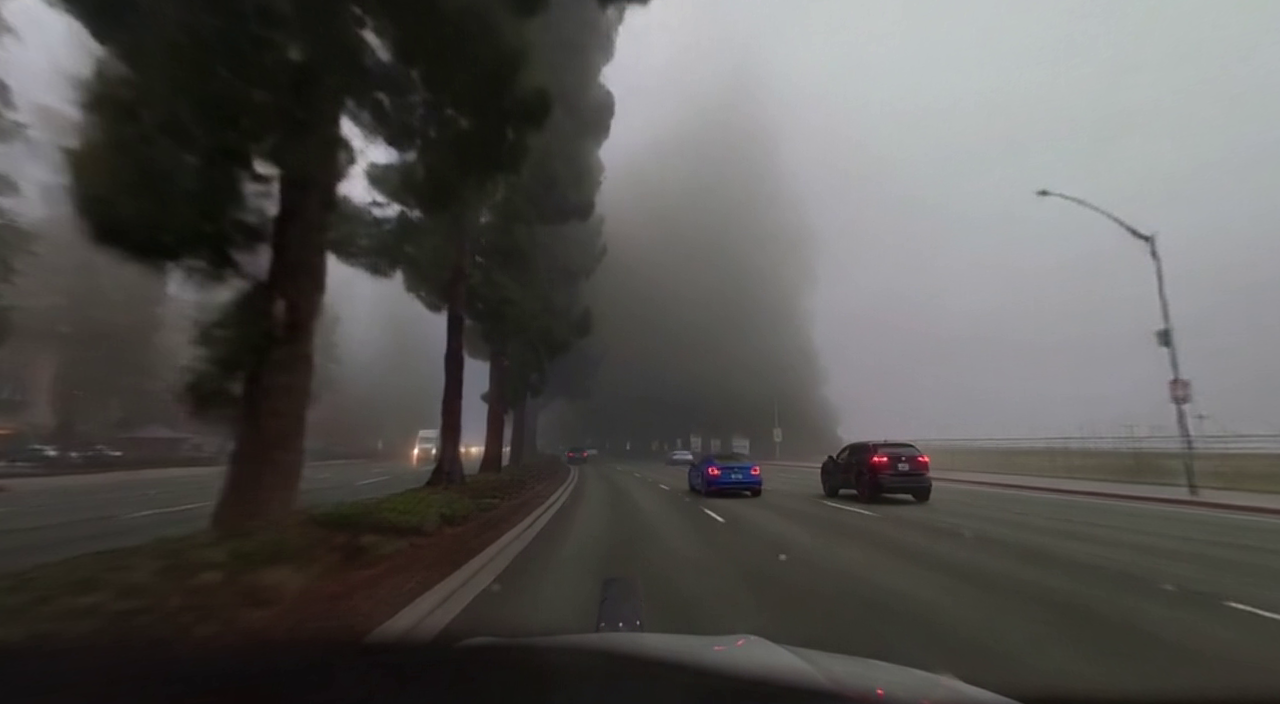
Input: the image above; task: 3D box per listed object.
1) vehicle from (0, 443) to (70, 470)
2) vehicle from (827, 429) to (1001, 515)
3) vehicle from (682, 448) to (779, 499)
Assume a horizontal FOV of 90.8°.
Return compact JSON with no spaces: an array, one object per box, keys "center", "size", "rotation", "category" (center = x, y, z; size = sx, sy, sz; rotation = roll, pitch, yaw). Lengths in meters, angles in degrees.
[{"center":[-36.173,6.105,36.981],"size":[3.752,1.429,1.721],"rotation":[2,-9,-3],"category":"vehicle"},{"center":[6.249,2.775,15.118],"size":[1.987,1.730,4.373],"rotation":[0,-9,-3],"category":"vehicle"},{"center":[2.557,3.573,19.058],"size":[1.990,1.347,4.388],"rotation":[1,-9,-4],"category":"vehicle"}]
